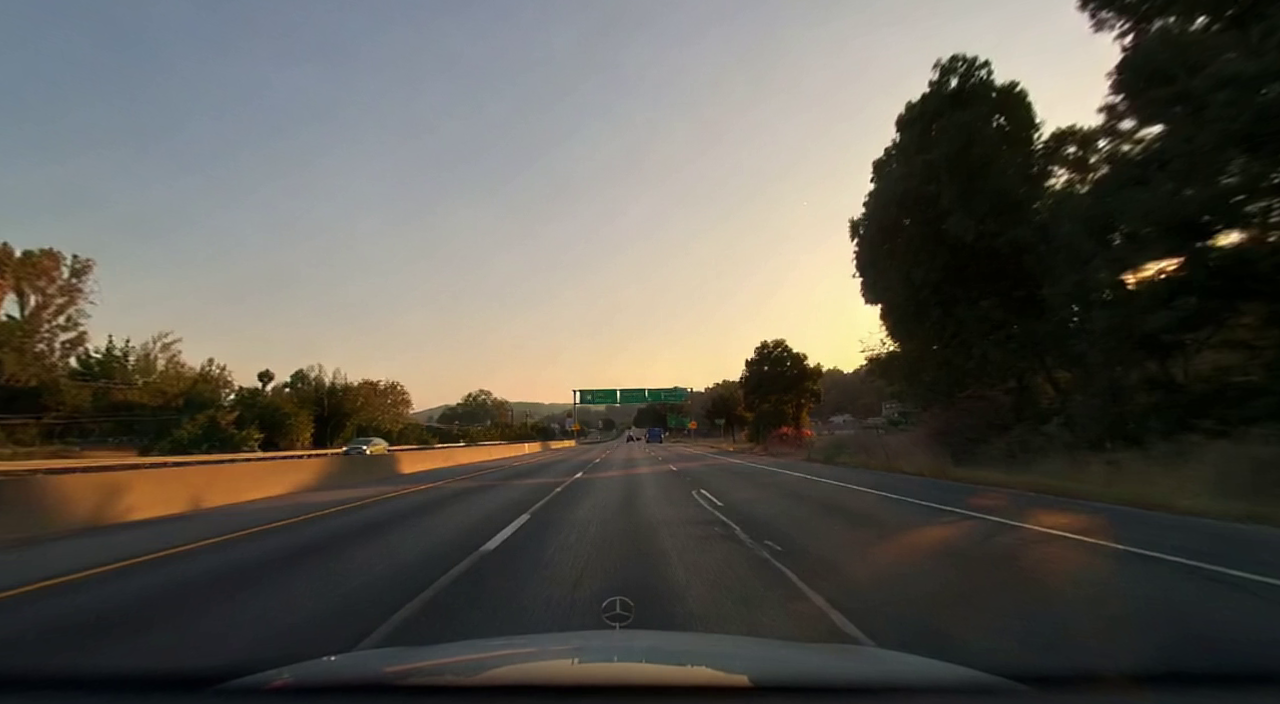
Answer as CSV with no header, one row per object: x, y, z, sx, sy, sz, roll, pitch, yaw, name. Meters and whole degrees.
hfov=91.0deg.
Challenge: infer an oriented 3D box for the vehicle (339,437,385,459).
-20.156,6.966,45.771,1.755,1.460,3.712,0,-8,-1,vehicle
